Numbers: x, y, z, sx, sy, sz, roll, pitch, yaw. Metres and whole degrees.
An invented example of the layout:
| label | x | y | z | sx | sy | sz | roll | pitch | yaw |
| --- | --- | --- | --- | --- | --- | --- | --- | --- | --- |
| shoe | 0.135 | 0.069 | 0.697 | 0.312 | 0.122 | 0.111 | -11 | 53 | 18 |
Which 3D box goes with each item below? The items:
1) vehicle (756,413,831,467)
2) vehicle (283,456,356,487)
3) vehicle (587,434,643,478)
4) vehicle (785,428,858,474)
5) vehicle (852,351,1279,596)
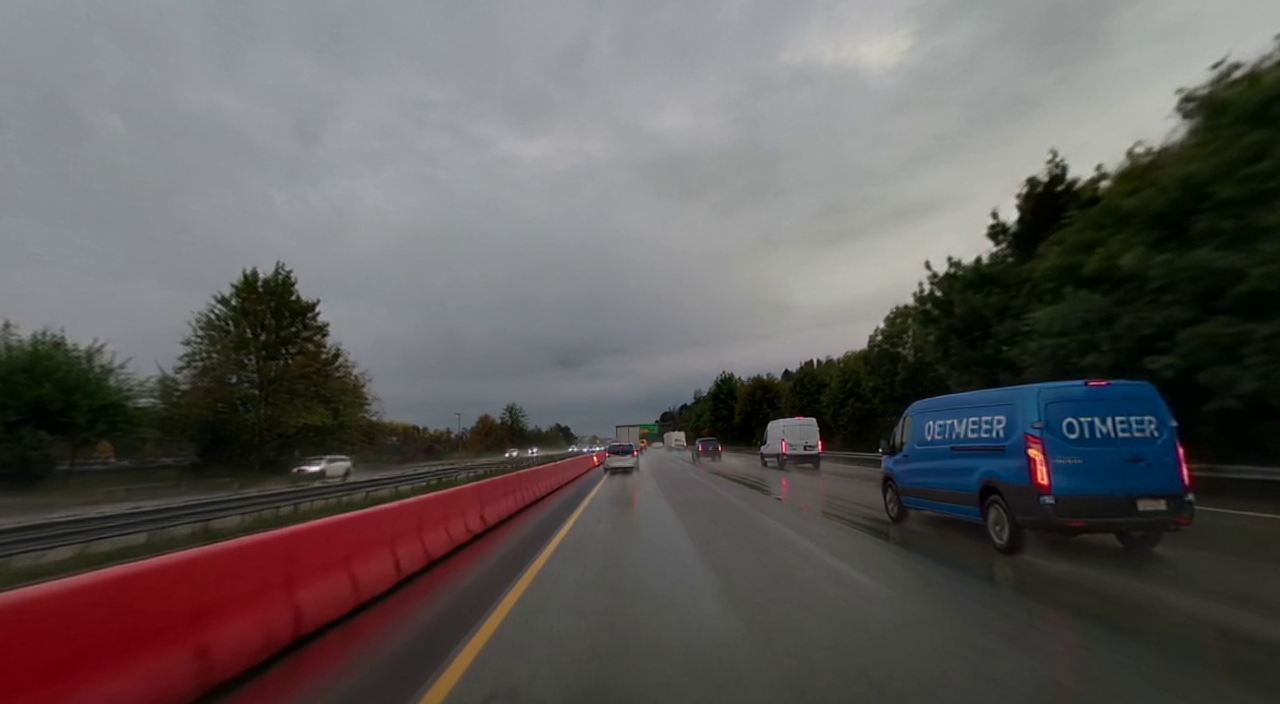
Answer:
| label | x | y | z | sx | sy | sz | roll | pitch | yaw |
| --- | --- | --- | --- | --- | --- | --- | --- | --- | --- |
| vehicle | 8.076 | 4.744 | 33.842 | 2.385 | 2.635 | 5.633 | 0 | -8 | -2 |
| vehicle | -18.223 | 6.781 | 36.034 | 1.868 | 1.545 | 4.470 | 0 | -8 | 0 |
| vehicle | -0.987 | 4.175 | 25.524 | 2.100 | 1.636 | 3.620 | 0 | -8 | -2 |
| vehicle | 8.232 | 4.509 | 28.870 | 2.255 | 1.960 | 3.229 | 0 | -8 | -1 |
| vehicle | 4.750 | 1.346 | 7.825 | 2.223 | 2.008 | 5.121 | 0 | -8 | -2 |
